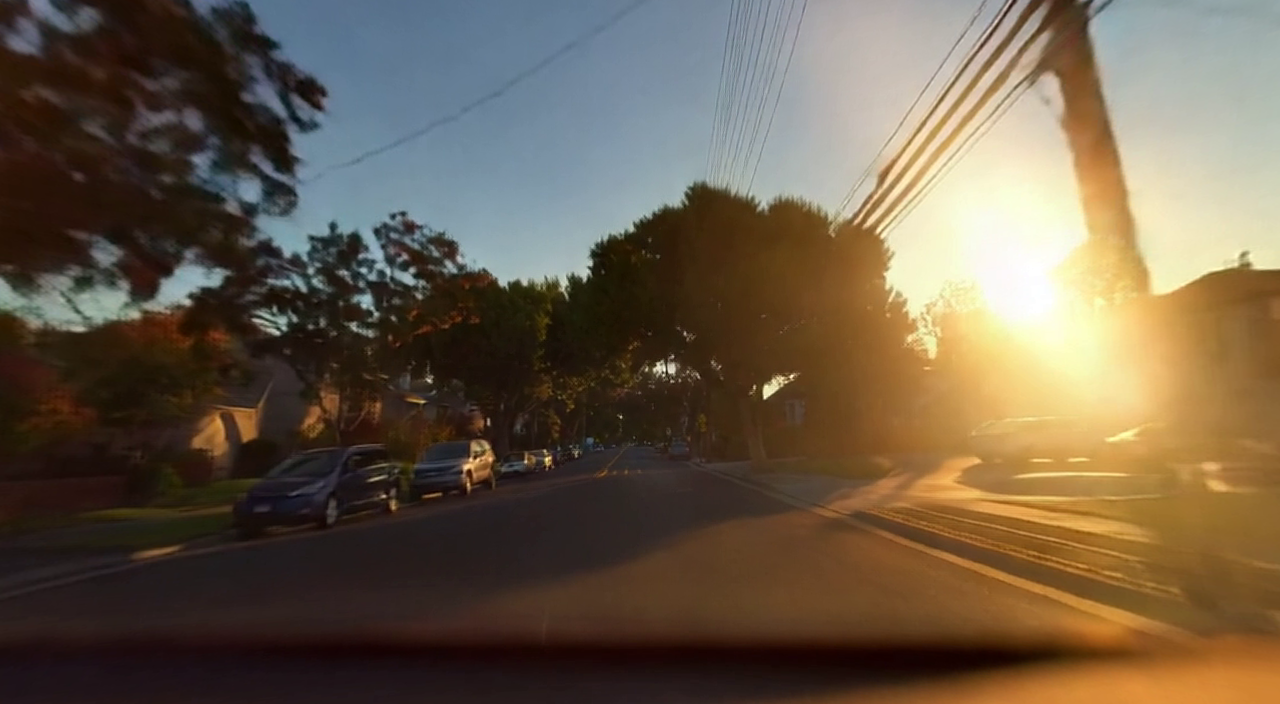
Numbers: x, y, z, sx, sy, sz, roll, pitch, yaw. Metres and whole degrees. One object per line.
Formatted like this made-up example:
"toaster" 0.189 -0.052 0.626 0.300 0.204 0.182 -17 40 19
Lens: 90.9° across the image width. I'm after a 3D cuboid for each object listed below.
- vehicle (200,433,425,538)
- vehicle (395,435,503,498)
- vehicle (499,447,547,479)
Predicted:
"vehicle" -6.739 2.758 13.914 2.120 1.799 5.370 -1 -8 0
"vehicle" -6.772 4.071 23.236 2.144 1.955 6.159 0 -7 -1
"vehicle" -6.909 6.587 37.728 1.852 1.510 4.812 -5 -7 0
